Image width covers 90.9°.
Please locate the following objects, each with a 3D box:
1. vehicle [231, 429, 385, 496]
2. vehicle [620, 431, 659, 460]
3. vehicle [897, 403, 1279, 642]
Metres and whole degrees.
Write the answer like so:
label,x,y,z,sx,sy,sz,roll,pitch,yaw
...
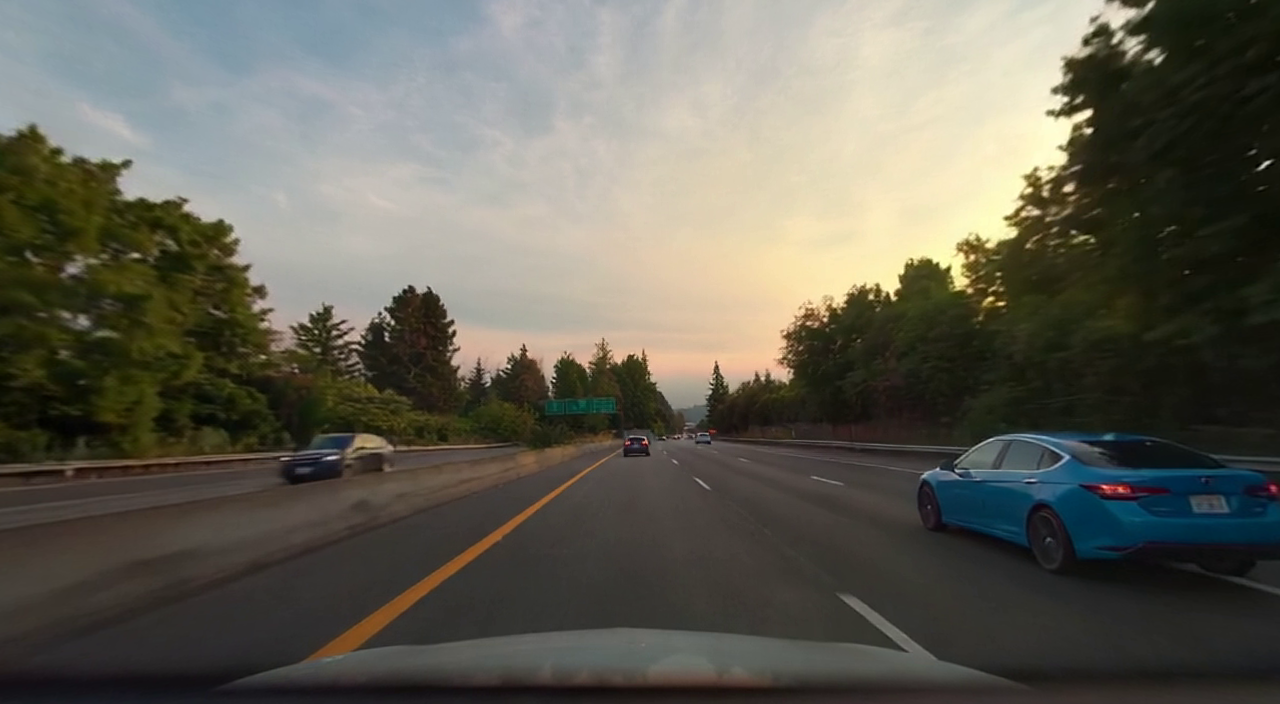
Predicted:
label,x,y,z,sx,sy,sz,roll,pitch,yaw
vehicle,-9.506,3.172,18.609,2.128,1.691,4.589,0,-8,-1
vehicle,-0.027,5.199,35.110,2.046,1.526,3.903,0,-8,0
vehicle,4.521,1.368,6.213,1.981,1.467,4.459,0,-8,-2
